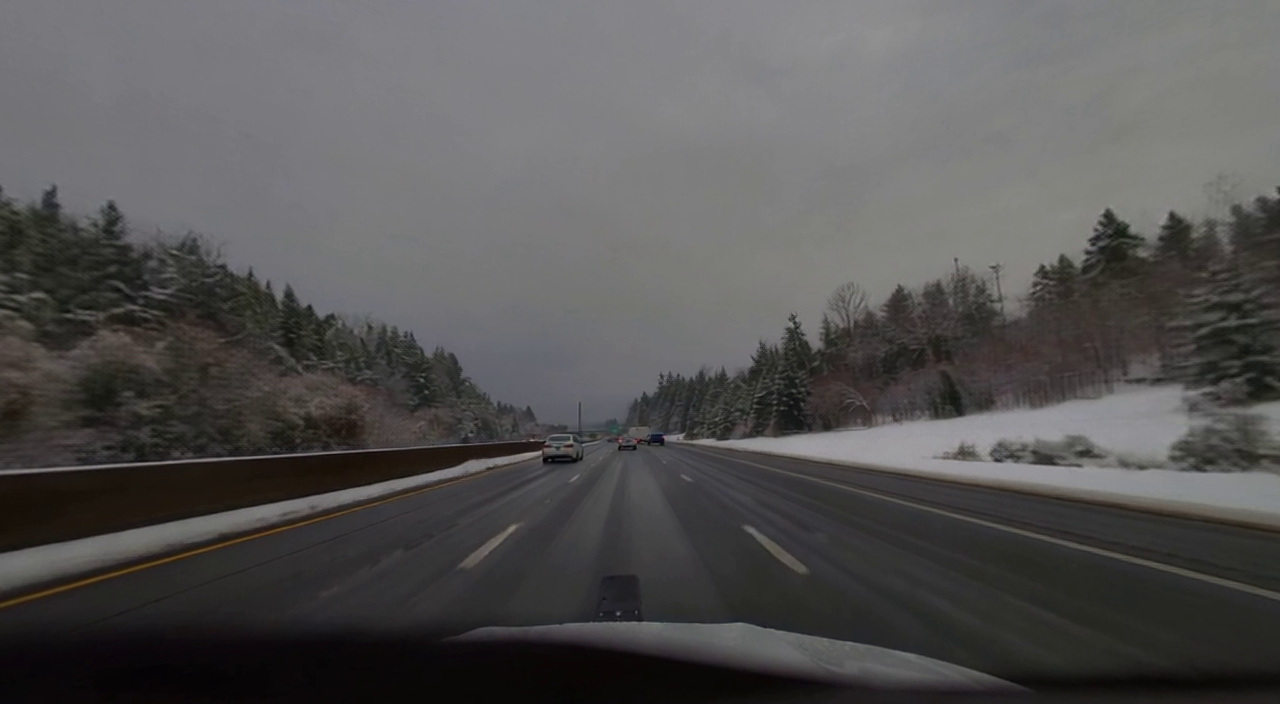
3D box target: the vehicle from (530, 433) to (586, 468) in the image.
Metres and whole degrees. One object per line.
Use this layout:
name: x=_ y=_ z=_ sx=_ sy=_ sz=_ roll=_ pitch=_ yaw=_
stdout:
vehicle: x=-3.803 y=4.654 z=30.013 sx=2.103 sy=1.507 sz=4.367 roll=0 pitch=-8 yaw=0
